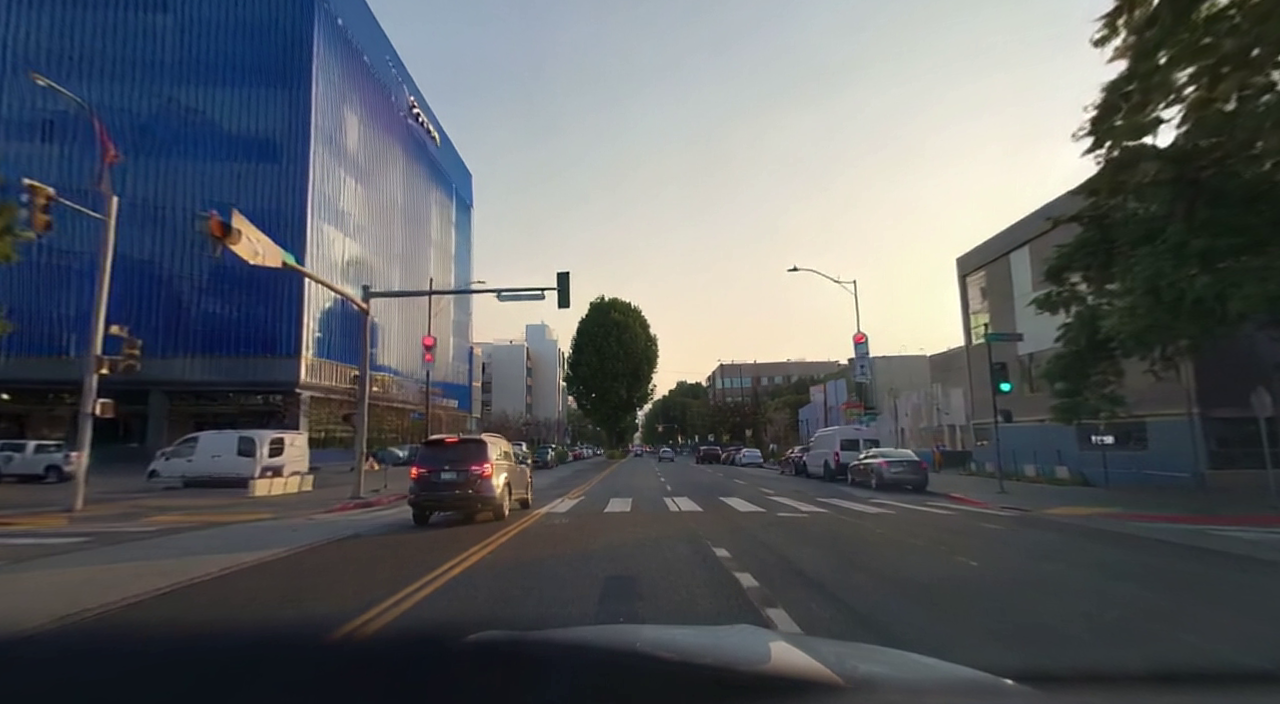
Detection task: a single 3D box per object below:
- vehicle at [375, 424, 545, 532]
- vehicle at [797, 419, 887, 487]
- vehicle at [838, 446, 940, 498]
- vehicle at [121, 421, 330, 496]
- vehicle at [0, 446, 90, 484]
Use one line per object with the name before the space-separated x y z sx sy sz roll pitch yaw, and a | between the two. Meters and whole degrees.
vehicle | -3.294 2.408 12.607 2.002 1.756 4.366 0 -9 1
vehicle | 9.046 4.618 29.015 2.285 2.778 5.847 0 -9 1
vehicle | 8.799 4.251 22.767 1.854 1.663 4.300 0 -9 0
vehicle | -13.577 3.521 21.042 5.188 2.293 2.381 0 -9 -1
vehicle | -25.245 4.600 25.770 3.998 1.423 1.754 -1 -7 2
